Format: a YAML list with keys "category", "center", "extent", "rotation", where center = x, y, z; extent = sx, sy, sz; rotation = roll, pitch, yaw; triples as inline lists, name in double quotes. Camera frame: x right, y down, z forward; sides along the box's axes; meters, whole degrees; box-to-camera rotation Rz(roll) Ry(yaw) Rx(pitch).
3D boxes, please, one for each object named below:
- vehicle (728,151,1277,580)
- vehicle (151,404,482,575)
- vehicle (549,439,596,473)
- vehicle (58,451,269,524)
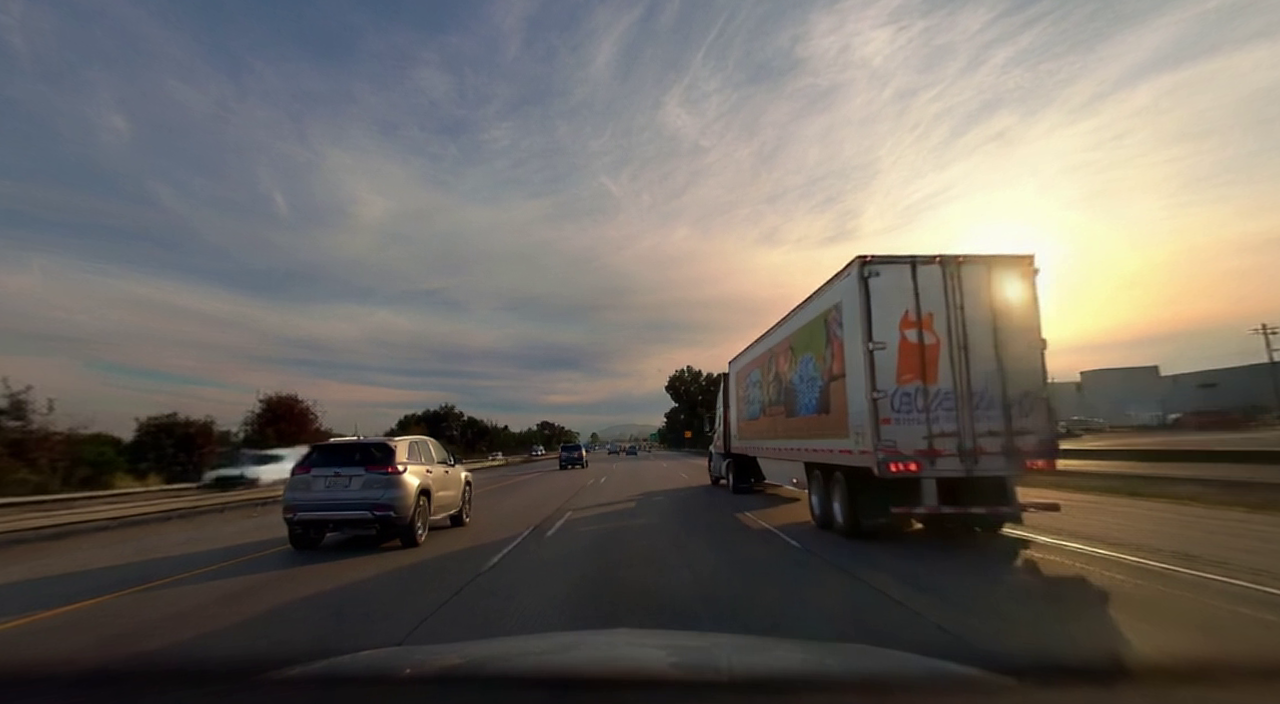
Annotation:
- category: "vehicle"
  center: [4.401, 1.069, 13.042]
  extent: [2.998, 4.236, 13.886]
  rotation: [0, -9, 0]
- category: "vehicle"
  center: [-3.957, 1.786, 8.926]
  extent: [2.202, 1.760, 4.617]
  rotation: [0, -9, 0]
- category: "vehicle"
  center: [-3.684, 5.764, 35.084]
  extent: [2.139, 1.716, 4.530]
  rotation: [0, -9, 0]
- category: "vehicle"
  center: [-12.367, 3.498, 16.819]
  extent: [2.173, 1.625, 4.459]
  rotation: [0, -9, -1]
